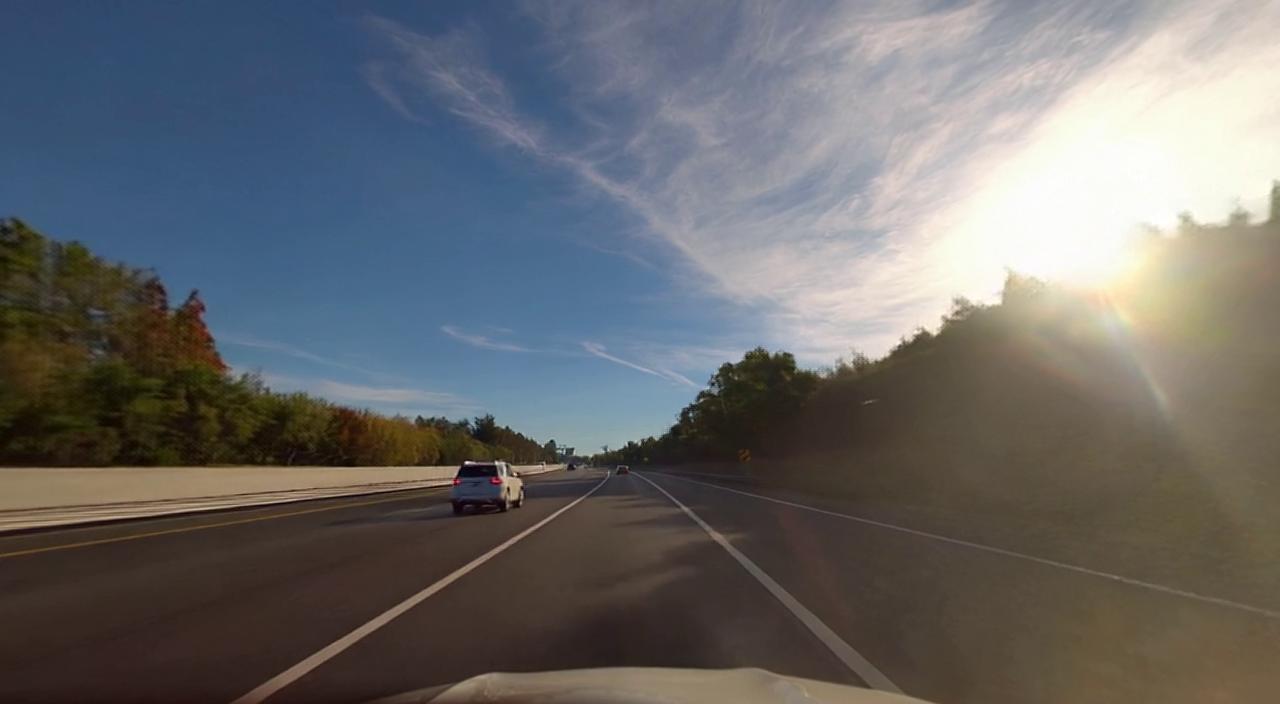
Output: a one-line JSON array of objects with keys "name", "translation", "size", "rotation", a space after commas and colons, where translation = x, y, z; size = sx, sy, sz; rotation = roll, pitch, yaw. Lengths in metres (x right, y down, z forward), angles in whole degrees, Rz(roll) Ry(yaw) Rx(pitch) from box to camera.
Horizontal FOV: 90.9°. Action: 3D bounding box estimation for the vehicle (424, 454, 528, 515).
[{"name": "vehicle", "translation": [-4.658, 3.836, 18.510], "size": [2.025, 1.584, 3.657], "rotation": [0, -10, 0]}]
